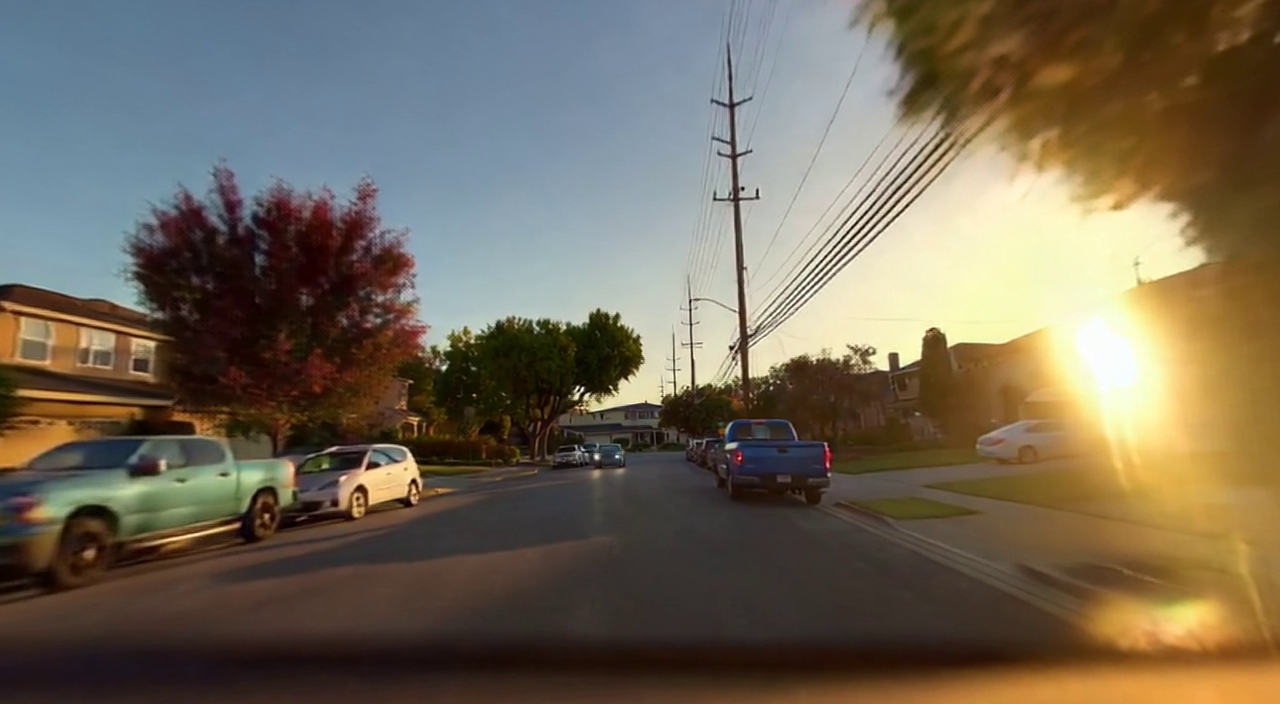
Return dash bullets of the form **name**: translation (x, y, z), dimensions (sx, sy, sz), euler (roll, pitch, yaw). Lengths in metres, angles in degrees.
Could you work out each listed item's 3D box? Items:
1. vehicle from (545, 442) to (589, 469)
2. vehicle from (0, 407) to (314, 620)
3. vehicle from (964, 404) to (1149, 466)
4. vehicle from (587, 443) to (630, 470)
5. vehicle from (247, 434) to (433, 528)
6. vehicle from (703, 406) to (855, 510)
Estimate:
- **vehicle**: translation (-5.050, 7.279, 44.375), dimensions (2.226, 1.768, 4.780), euler (-1, -9, 4)
- **vehicle**: translation (-6.749, 1.859, 8.304), dimensions (2.252, 1.944, 4.714), euler (0, -9, 2)
- **vehicle**: translation (14.369, 2.918, 22.065), dimensions (4.778, 1.903, 2.205), euler (-2, -9, 0)
- **vehicle**: translation (-1.863, 6.401, 39.002), dimensions (2.213, 1.548, 4.370), euler (-1, -9, 4)
- **vehicle**: translation (-6.545, 2.842, 14.483), dimensions (1.930, 1.784, 4.474), euler (0, -9, 2)
- **vehicle**: translation (3.042, 2.580, 15.678), dimensions (2.437, 2.015, 6.511), euler (0, -9, 1)
